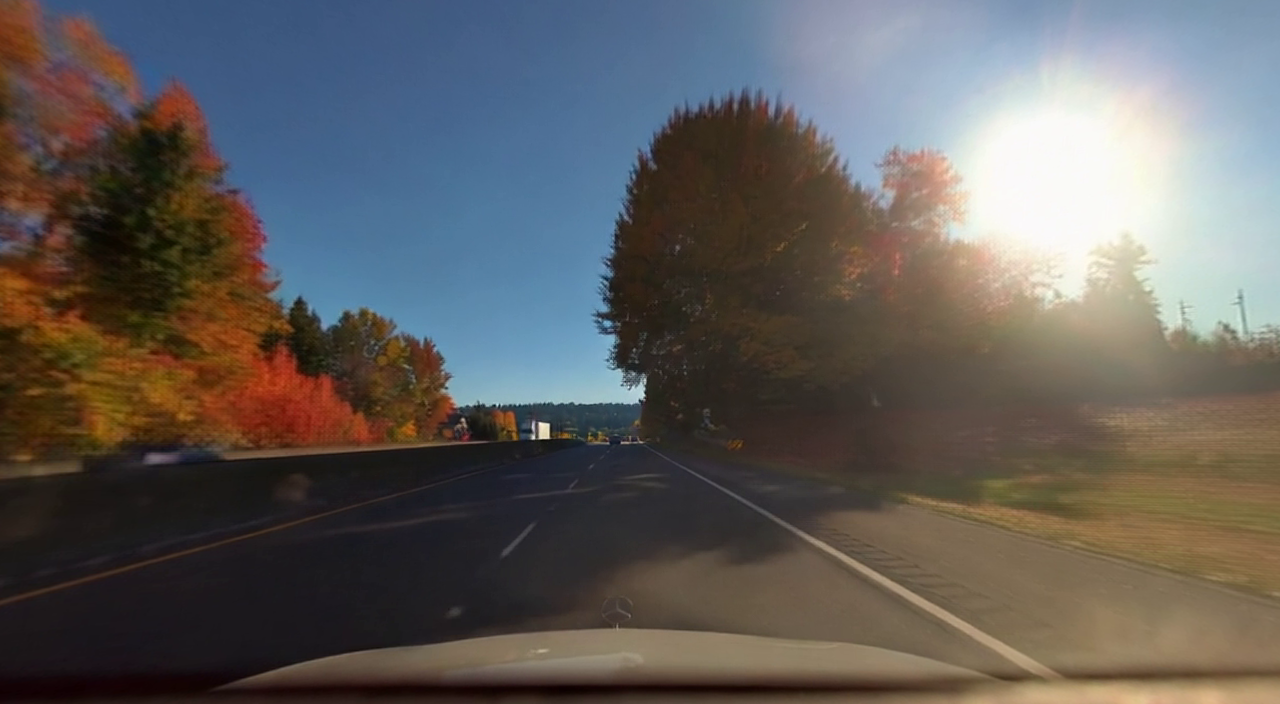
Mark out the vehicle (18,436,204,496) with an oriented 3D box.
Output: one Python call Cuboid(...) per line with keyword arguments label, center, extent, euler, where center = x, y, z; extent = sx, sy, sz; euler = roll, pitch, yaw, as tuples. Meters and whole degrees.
Cuboid(label="vehicle", center=(-14.931, 3.192, 18.113), extent=(1.836, 1.507, 4.073), euler=(0, -8, -1))
